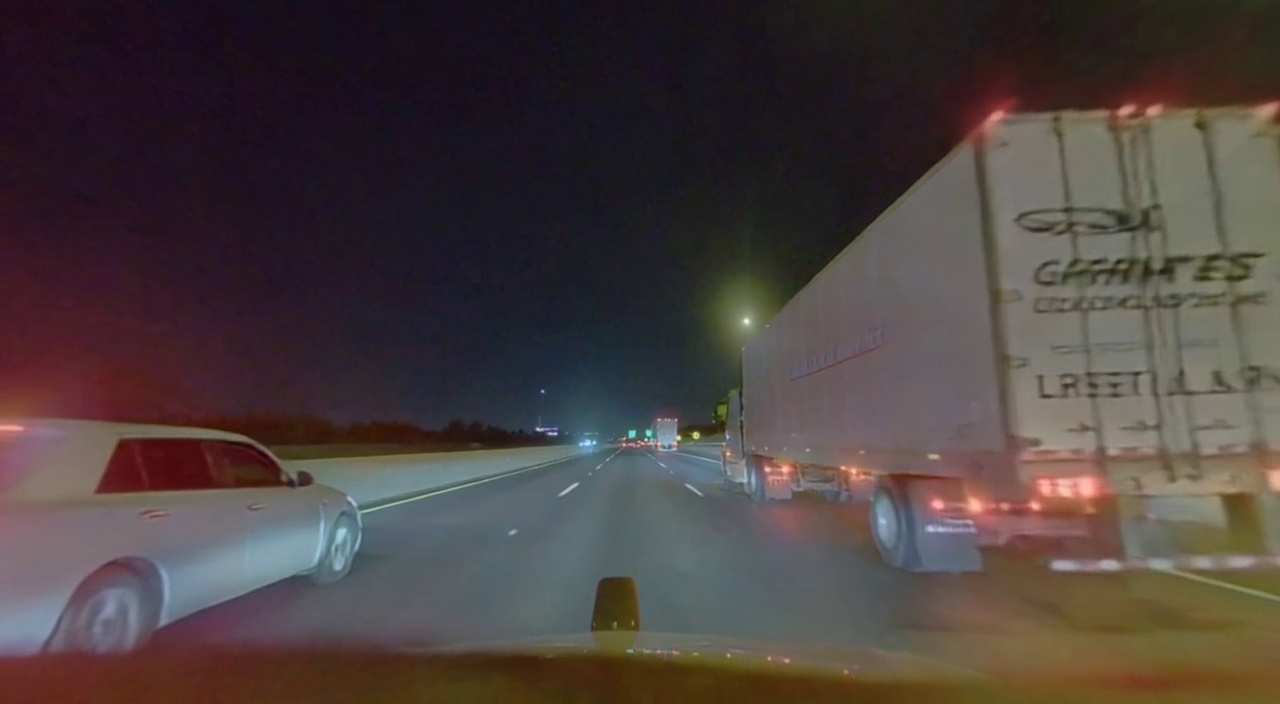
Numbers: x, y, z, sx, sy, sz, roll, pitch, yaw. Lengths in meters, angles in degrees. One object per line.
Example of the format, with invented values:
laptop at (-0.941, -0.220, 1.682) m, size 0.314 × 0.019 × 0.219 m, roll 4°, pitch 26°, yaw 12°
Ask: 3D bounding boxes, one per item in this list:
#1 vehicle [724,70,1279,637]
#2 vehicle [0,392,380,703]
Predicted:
vehicle at (4.238, 0.902, 11.733) m, size 2.976 × 4.064 × 14.619 m, roll 0°, pitch -8°, yaw -1°
vehicle at (-3.479, 1.143, 3.920) m, size 1.990 × 1.520 × 4.100 m, roll 0°, pitch -8°, yaw 0°
